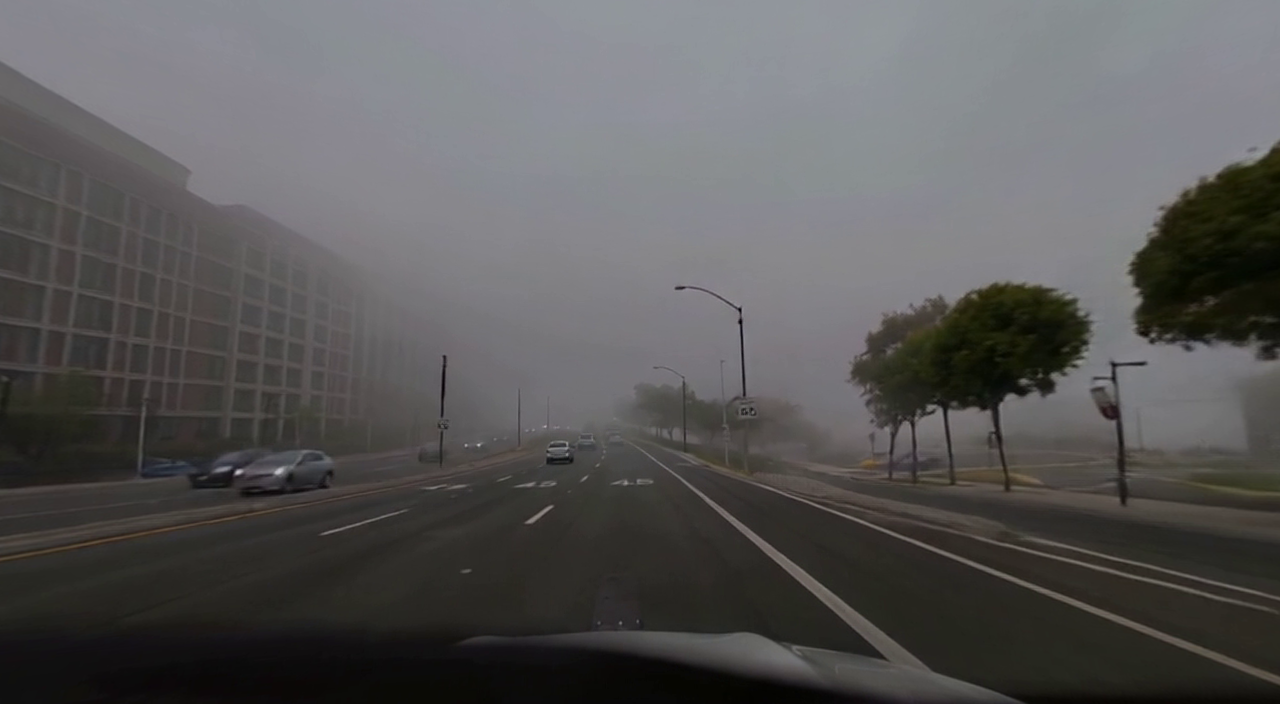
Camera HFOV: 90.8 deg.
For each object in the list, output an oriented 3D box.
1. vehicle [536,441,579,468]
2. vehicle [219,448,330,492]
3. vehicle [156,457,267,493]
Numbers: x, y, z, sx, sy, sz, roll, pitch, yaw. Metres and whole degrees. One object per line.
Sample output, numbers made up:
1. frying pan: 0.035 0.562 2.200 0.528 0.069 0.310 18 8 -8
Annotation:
1. vehicle: -4.755 5.982 37.140 2.025 1.474 4.292 0 -8 -1
2. vehicle: -15.805 5.101 27.672 1.990 1.739 4.544 -1 -8 2
3. vehicle: -19.423 5.585 28.933 1.976 1.415 4.341 0 -8 1
